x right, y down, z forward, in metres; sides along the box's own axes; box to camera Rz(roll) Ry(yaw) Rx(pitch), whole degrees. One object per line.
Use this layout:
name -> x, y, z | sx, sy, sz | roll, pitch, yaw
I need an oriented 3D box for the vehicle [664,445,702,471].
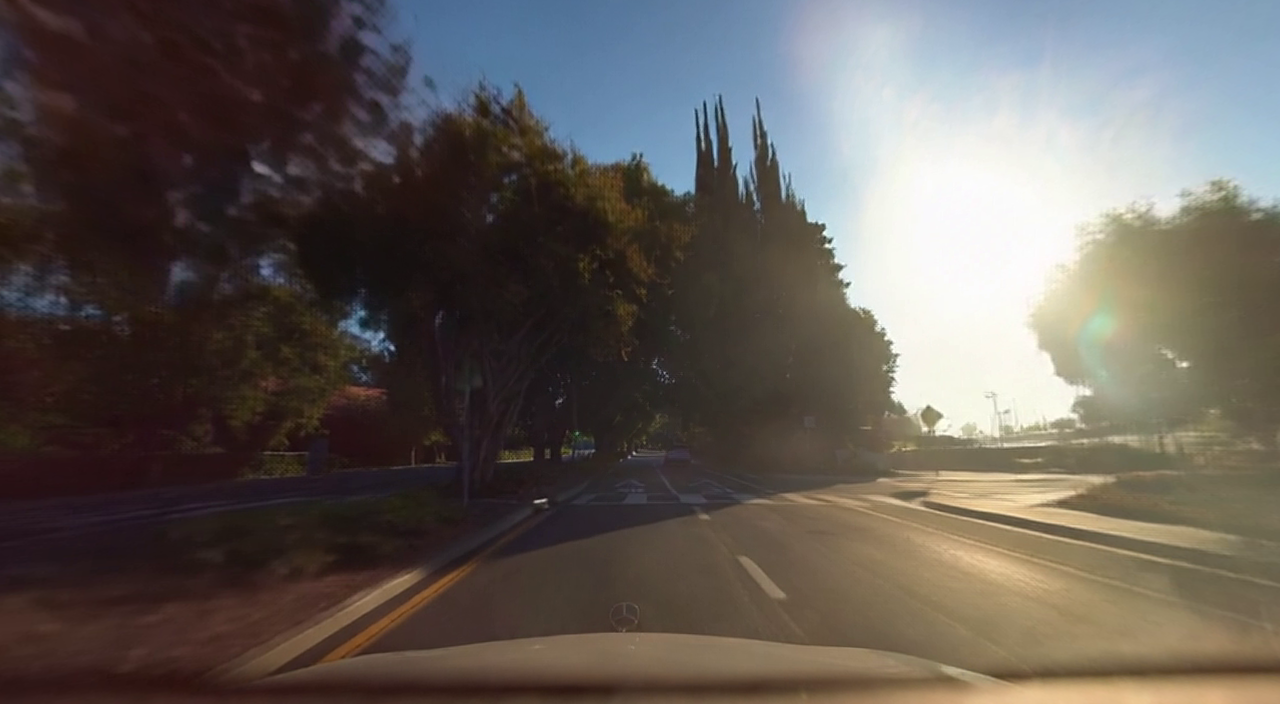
vehicle -> 2.699, 6.792, 40.486 | 2.044, 1.537, 4.528 | 0, -9, -1
